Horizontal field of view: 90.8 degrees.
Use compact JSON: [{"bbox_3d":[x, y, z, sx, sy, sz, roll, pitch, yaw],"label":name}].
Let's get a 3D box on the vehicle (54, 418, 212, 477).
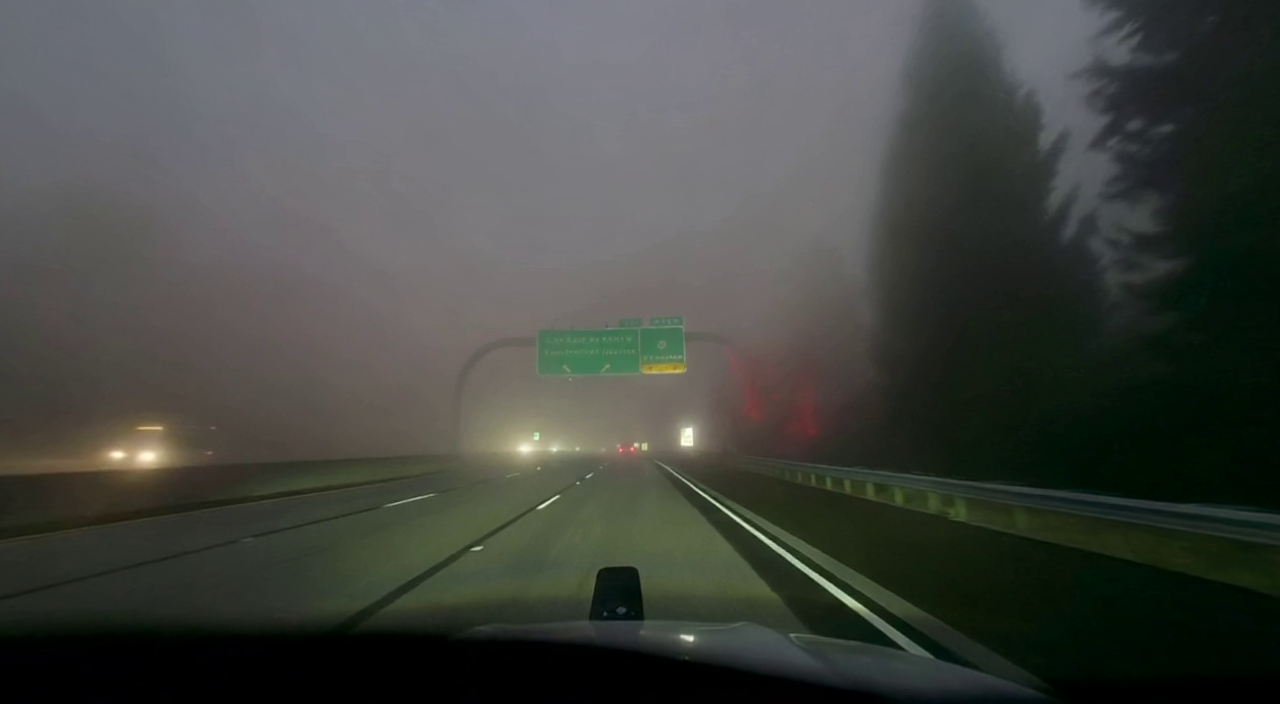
[{"bbox_3d":[-25.242,4.825,31.974,2.224,2.634,6.930,0,-9,-1],"label":"vehicle"}]
